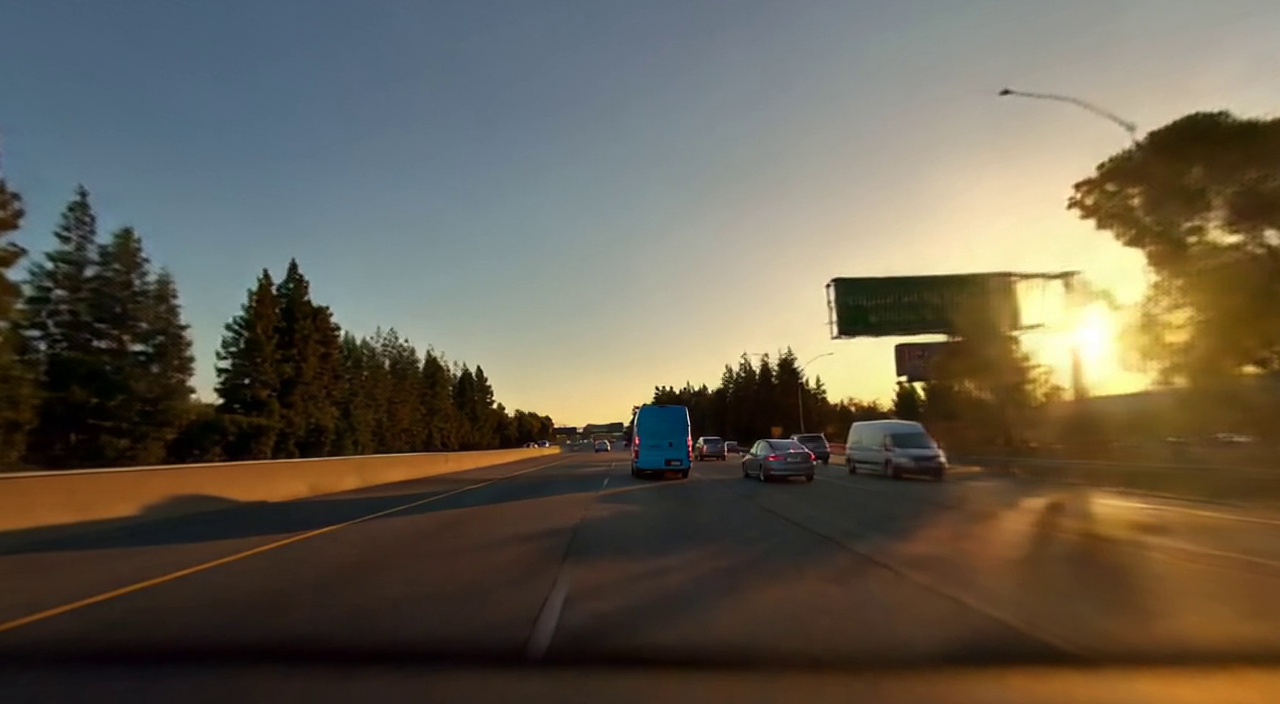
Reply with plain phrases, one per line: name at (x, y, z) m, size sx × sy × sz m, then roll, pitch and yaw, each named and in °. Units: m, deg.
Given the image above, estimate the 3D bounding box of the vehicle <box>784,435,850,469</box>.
vehicle at (8.286, 4.705, 29.709) m, size 1.874 × 1.496 × 3.586 m, roll 0°, pitch -8°, yaw -3°

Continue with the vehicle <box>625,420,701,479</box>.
vehicle at (0.768, 3.858, 25.083) m, size 2.546 × 2.087 × 5.404 m, roll 0°, pitch -8°, yaw -3°

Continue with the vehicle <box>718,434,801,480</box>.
vehicle at (4.205, 3.757, 22.747) m, size 2.099 × 1.510 × 3.784 m, roll 0°, pitch -8°, yaw -2°

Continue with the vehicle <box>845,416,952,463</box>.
vehicle at (16.983, 5.870, 42.085) m, size 3.113 × 2.773 × 8.752 m, roll 0°, pitch -8°, yaw -3°

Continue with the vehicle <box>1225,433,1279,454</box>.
vehicle at (47.867, 6.977, 47.862) m, size 4.409 × 1.535 × 2.038 m, roll 0°, pitch -8°, yaw -1°
